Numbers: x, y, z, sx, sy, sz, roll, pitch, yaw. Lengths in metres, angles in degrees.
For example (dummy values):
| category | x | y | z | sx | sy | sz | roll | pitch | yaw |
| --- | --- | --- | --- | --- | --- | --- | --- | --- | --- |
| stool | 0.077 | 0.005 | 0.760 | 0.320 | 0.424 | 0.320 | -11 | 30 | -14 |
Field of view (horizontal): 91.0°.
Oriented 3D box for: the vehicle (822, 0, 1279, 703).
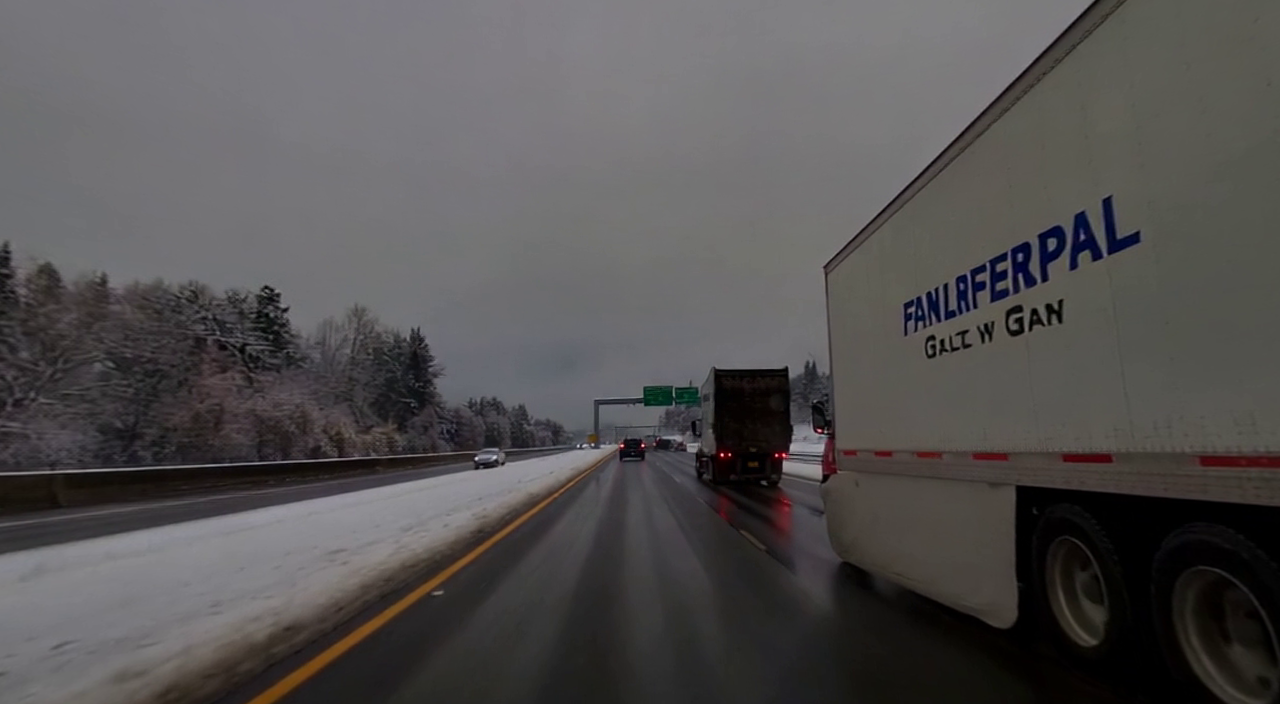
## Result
| category | x | y | z | sx | sy | sz | roll | pitch | yaw |
| --- | --- | --- | --- | --- | --- | --- | --- | --- | --- |
| vehicle | 4.254 | -0.045 | 4.648 | 2.853 | 4.086 | 9.078 | 0 | -8 | -1 |

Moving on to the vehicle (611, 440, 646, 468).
| category | x | y | z | sx | sy | sz | roll | pitch | yaw |
| --- | --- | --- | --- | --- | --- | --- | --- | --- | --- |
| vehicle | -0.632 | 5.906 | 36.664 | 1.943 | 1.491 | 3.459 | -1 | -8 | 0 |
